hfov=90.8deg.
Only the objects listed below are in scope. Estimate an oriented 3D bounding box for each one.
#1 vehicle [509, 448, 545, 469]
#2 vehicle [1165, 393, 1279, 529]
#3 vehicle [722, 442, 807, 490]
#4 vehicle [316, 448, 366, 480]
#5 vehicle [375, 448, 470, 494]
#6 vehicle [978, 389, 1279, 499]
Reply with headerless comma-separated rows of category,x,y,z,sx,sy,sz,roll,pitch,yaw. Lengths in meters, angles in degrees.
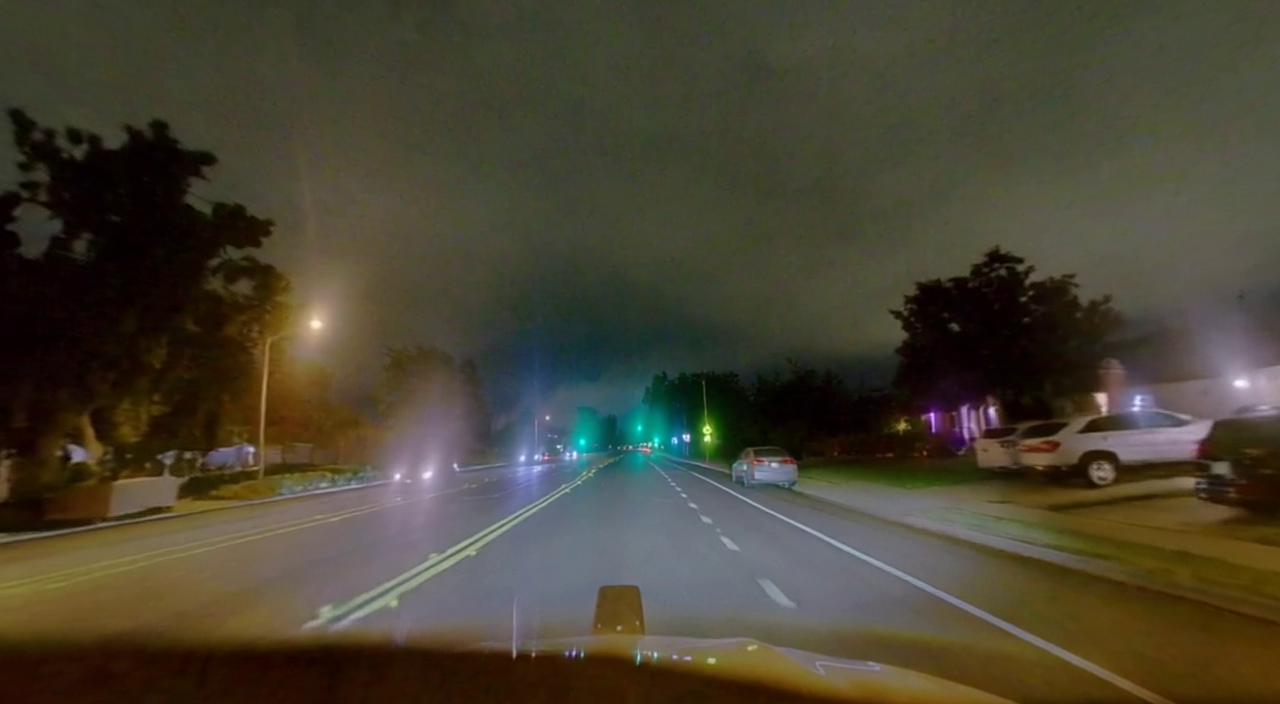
vehicle,-8.687,8.239,48.970,1.920,1.516,4.311,0,-8,1
vehicle,10.746,1.282,8.732,4.964,1.739,2.184,-5,-10,-4
vehicle,4.222,3.935,22.200,2.011,1.458,4.633,0,-8,0
vehicle,-18.831,7.015,40.068,2.141,1.797,5.403,3,-8,-18
vehicle,-8.286,4.535,24.564,2.005,1.589,4.648,0,-9,0
vehicle,10.221,1.953,13.461,4.578,2.084,2.428,-1,-8,2
